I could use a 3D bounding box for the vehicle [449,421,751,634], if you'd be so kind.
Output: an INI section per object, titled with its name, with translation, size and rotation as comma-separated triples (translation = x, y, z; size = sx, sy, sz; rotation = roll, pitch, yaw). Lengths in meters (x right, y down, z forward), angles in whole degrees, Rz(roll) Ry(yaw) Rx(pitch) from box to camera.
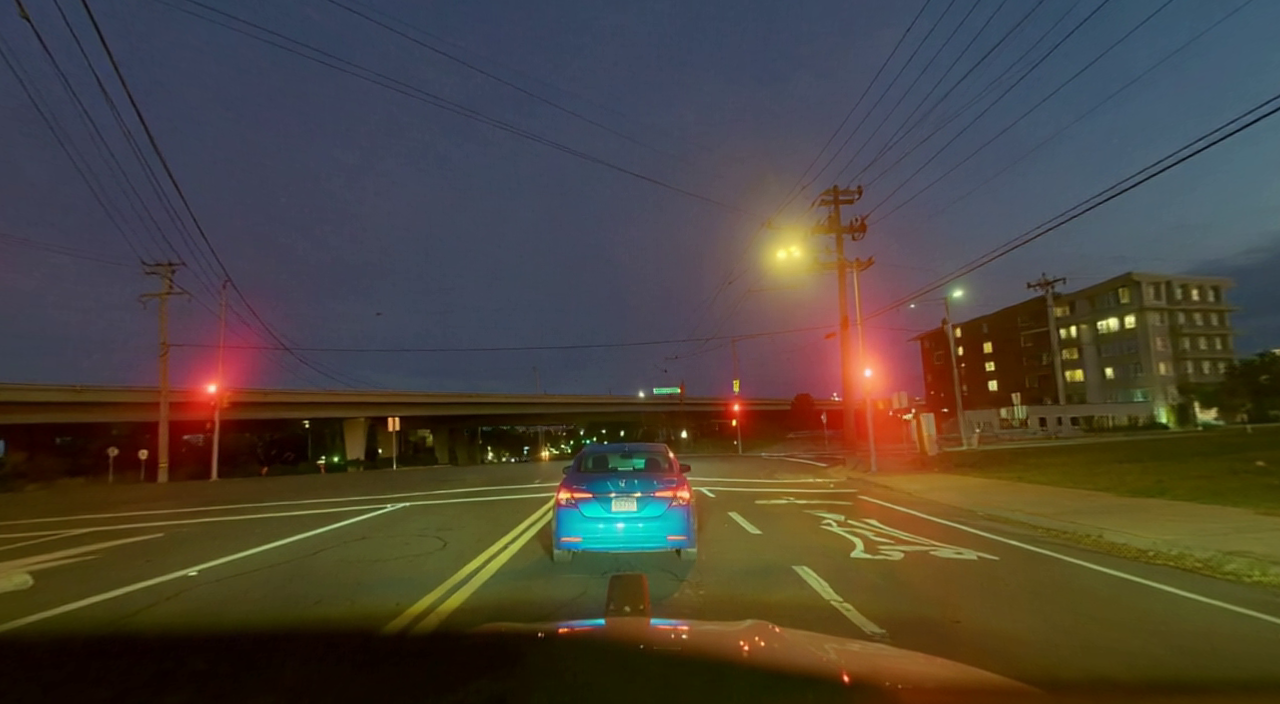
[vehicle]
translation = -0.242, 1.527, 6.463
size = 2.090, 1.458, 4.033
rotation = -1, -9, 1
